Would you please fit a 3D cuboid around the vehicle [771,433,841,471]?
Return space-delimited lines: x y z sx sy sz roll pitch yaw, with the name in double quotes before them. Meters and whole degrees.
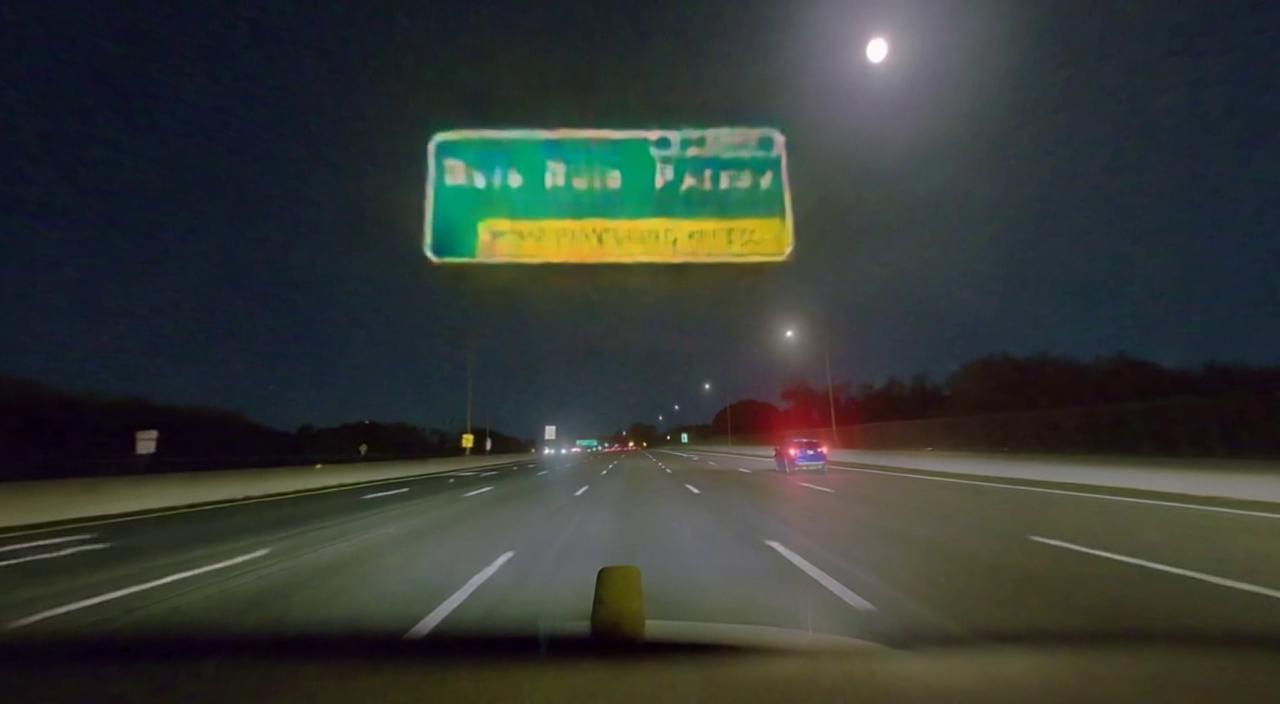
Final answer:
"vehicle" 8.125 4.958 31.321 2.091 1.711 4.383 0 -9 -3
